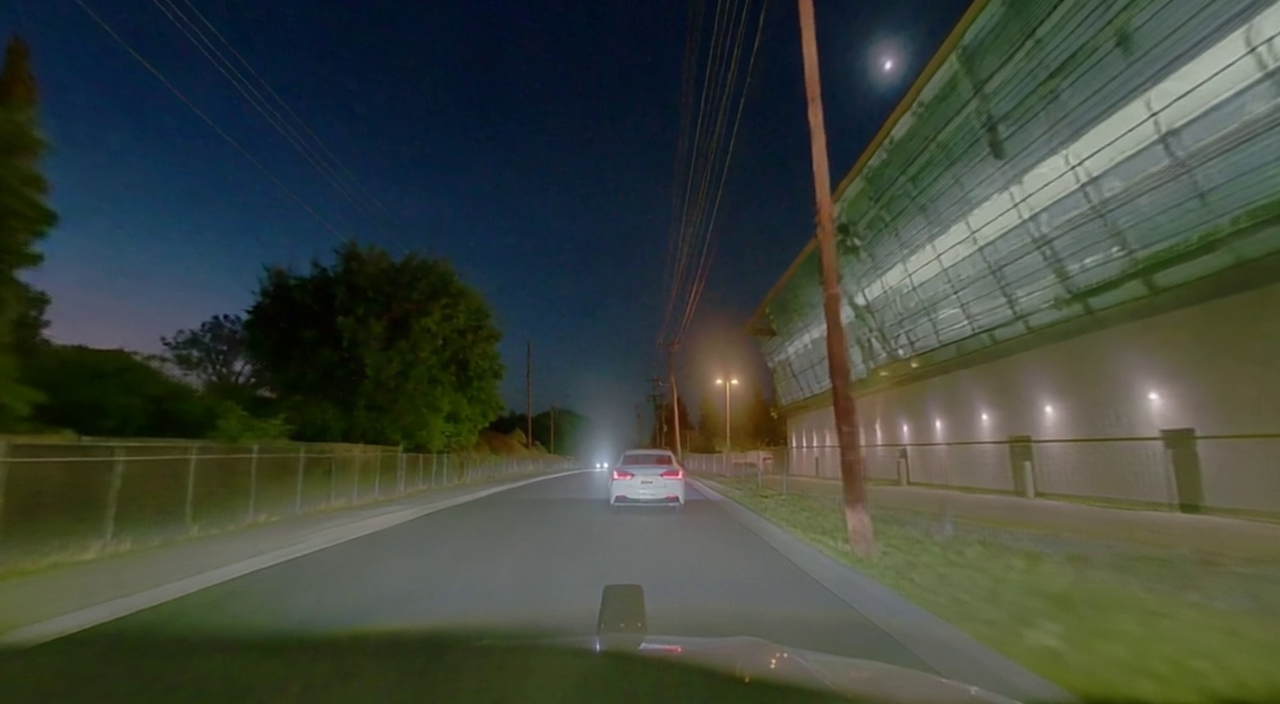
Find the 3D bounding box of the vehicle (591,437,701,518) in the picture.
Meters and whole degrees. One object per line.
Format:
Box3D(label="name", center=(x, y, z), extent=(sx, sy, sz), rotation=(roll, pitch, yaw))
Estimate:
Box3D(label="vehicle", center=(0.094, 2.650, 13.900), extent=(2.060, 1.487, 3.920), rotation=(0, -8, -1))
